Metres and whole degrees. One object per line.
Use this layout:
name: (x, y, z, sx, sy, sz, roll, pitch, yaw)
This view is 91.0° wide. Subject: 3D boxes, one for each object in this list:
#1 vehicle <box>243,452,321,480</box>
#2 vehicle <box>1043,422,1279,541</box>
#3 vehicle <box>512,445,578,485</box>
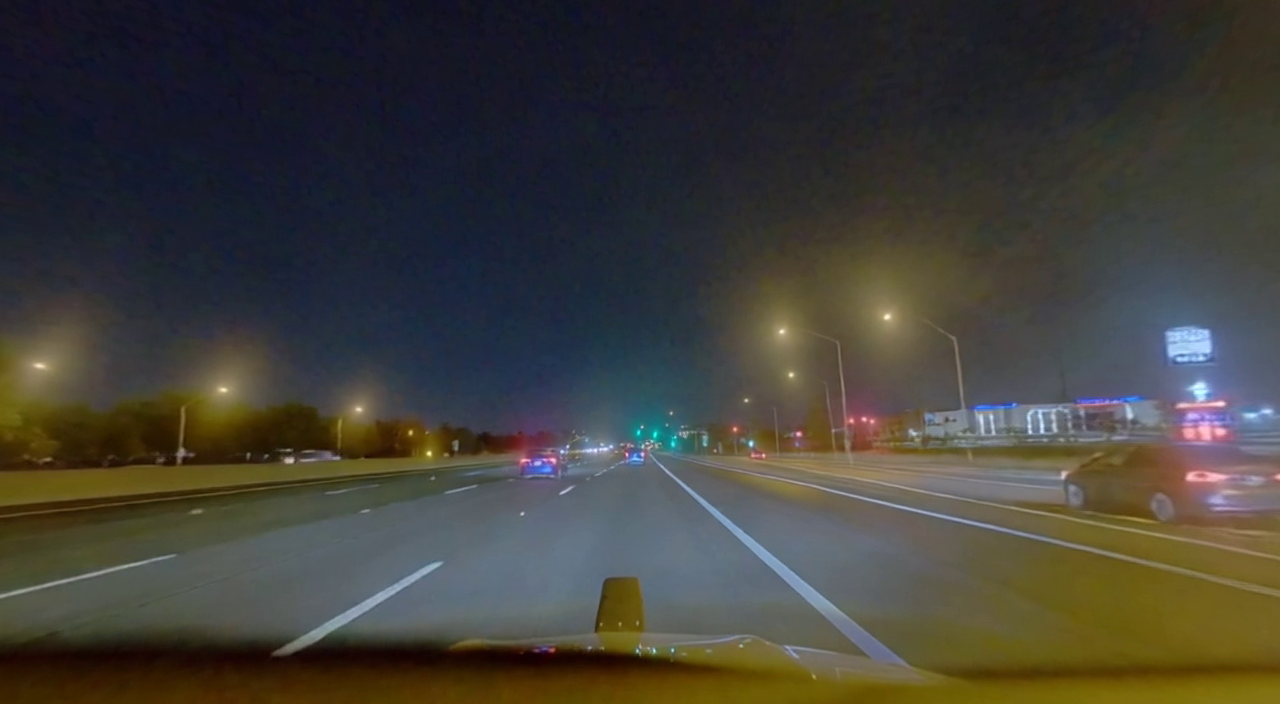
vehicle: (-22.113, 7.036, 39.170, 1.929, 1.597, 4.923, 0, -9, 1)
vehicle: (9.655, 2.107, 10.878, 2.035, 1.566, 5.409, -1, -9, 3)
vehicle: (-3.961, 4.801, 27.049, 2.071, 1.553, 4.388, 0, -9, 1)
